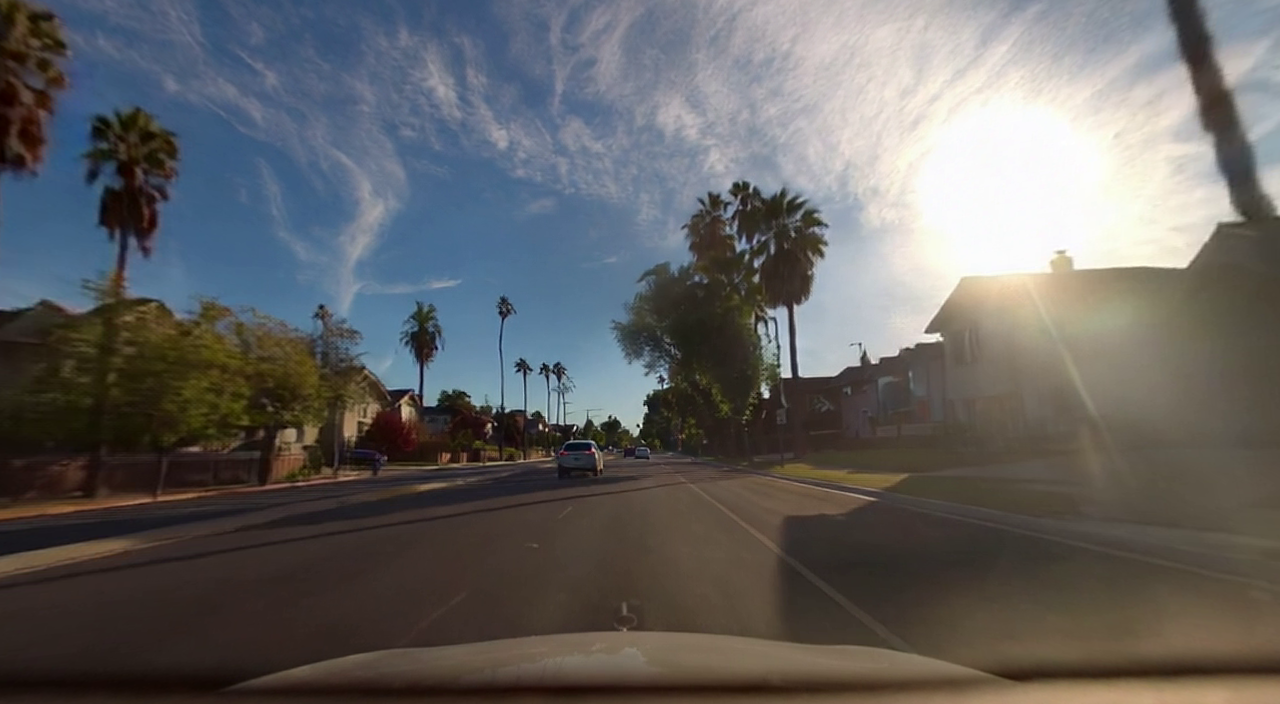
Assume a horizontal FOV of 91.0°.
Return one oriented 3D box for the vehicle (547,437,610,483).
[{"bbox_3d":[-2.773,5.073,29.824,2.370,1.968,5.698,0,-9,1],"label":"vehicle"}]
